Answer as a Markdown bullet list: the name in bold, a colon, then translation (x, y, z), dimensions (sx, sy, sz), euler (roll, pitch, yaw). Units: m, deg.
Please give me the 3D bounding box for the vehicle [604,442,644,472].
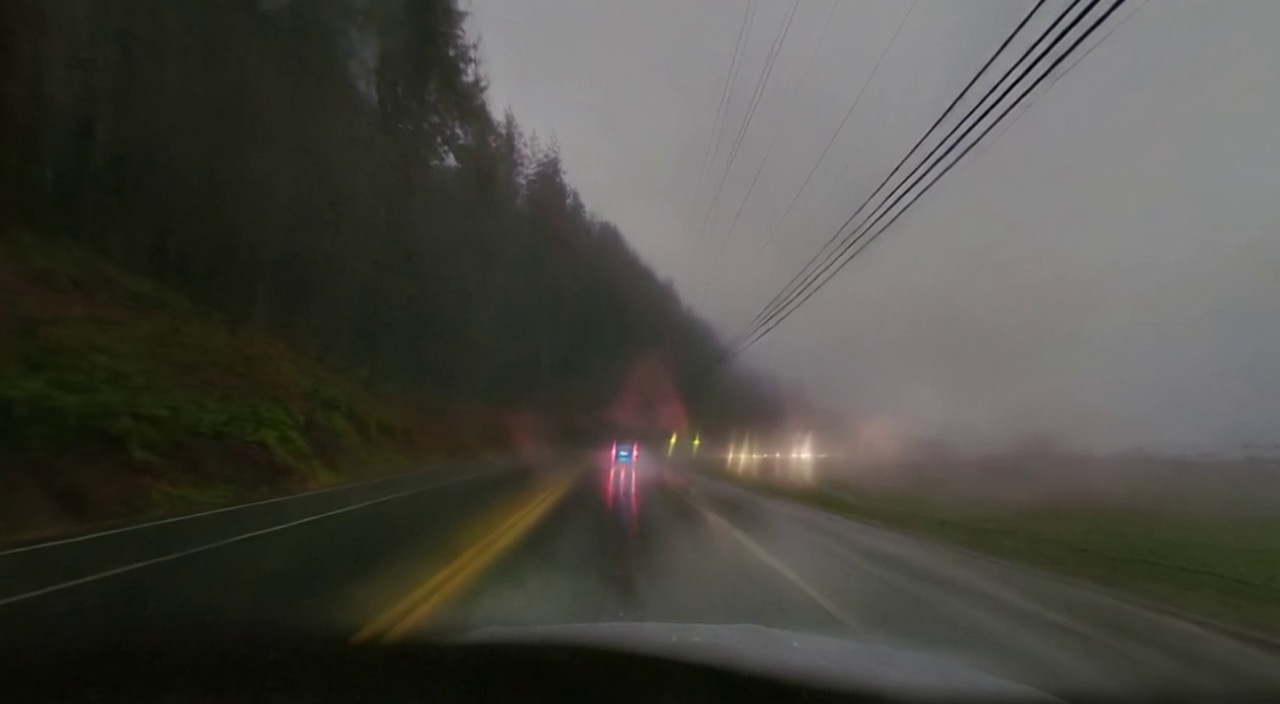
- **vehicle**: translation (-0.893, 5.772, 34.930), dimensions (2.059, 1.524, 3.963), euler (1, -9, -1)
